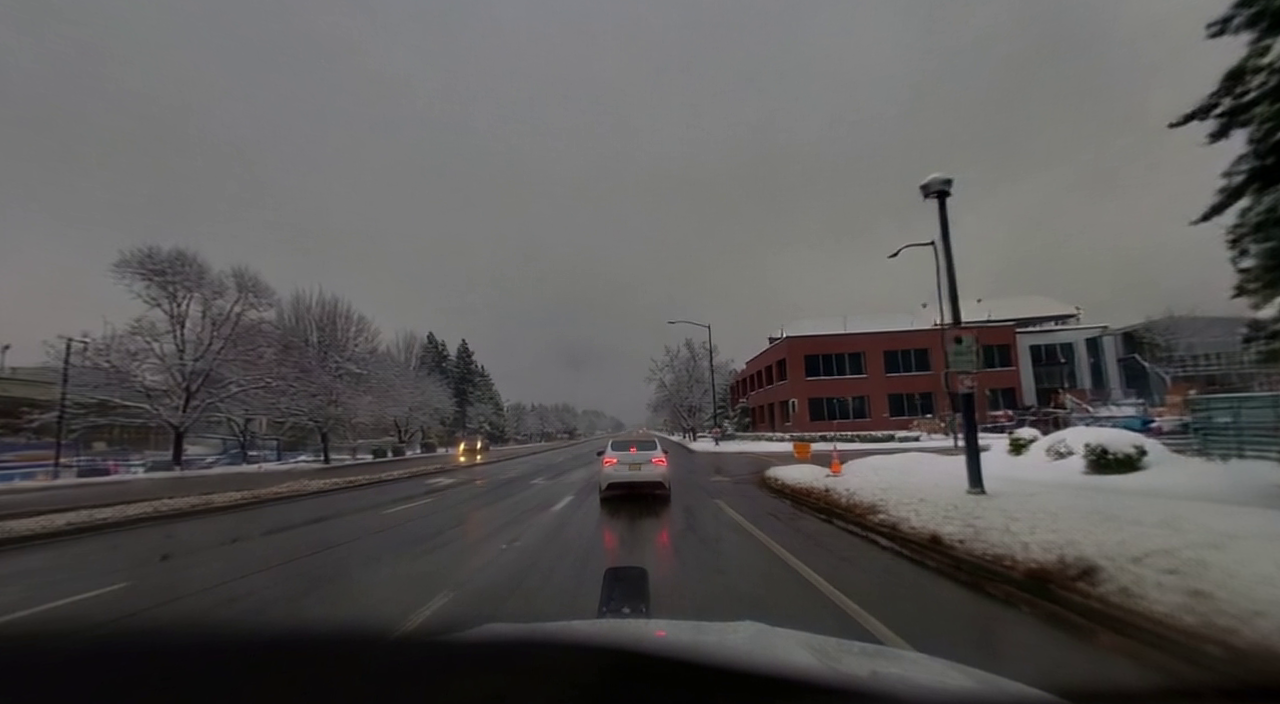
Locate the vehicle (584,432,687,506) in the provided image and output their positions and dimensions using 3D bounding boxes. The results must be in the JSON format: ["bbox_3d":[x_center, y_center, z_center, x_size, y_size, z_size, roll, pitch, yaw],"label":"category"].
[{"bbox_3d":[-0.095,2.690,14.943,2.112,1.482,4.076,0,-8,0],"label":"vehicle"}]

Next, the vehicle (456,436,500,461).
[{"bbox_3d":[-10.297,6.101,39.793,2.072,1.465,4.394,3,-9,-22],"label":"vehicle"}]
